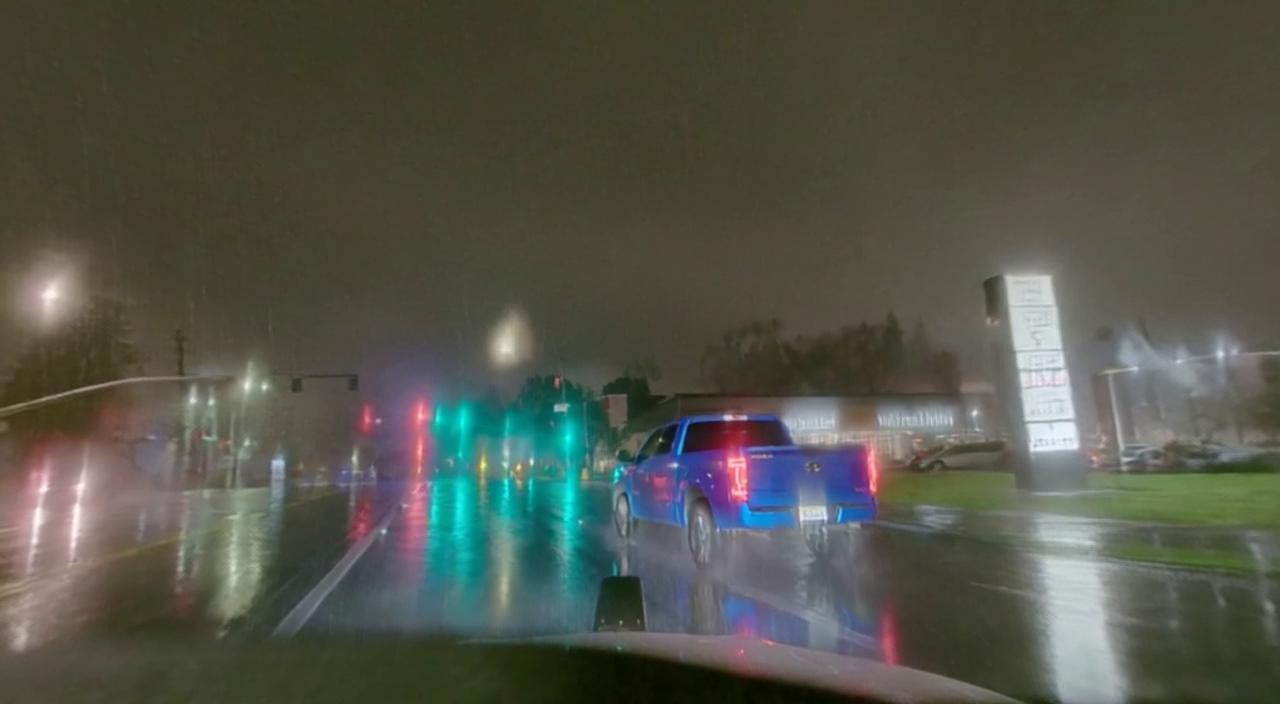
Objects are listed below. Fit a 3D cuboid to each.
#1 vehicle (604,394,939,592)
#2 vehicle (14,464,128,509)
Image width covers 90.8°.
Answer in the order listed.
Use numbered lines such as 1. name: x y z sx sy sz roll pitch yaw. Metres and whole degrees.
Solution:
1. vehicle: 1.270 1.830 9.280 2.402 1.922 5.677 2 -9 -16
2. vehicle: -25.564 6.002 28.627 2.037 1.725 4.632 3 -9 -18
